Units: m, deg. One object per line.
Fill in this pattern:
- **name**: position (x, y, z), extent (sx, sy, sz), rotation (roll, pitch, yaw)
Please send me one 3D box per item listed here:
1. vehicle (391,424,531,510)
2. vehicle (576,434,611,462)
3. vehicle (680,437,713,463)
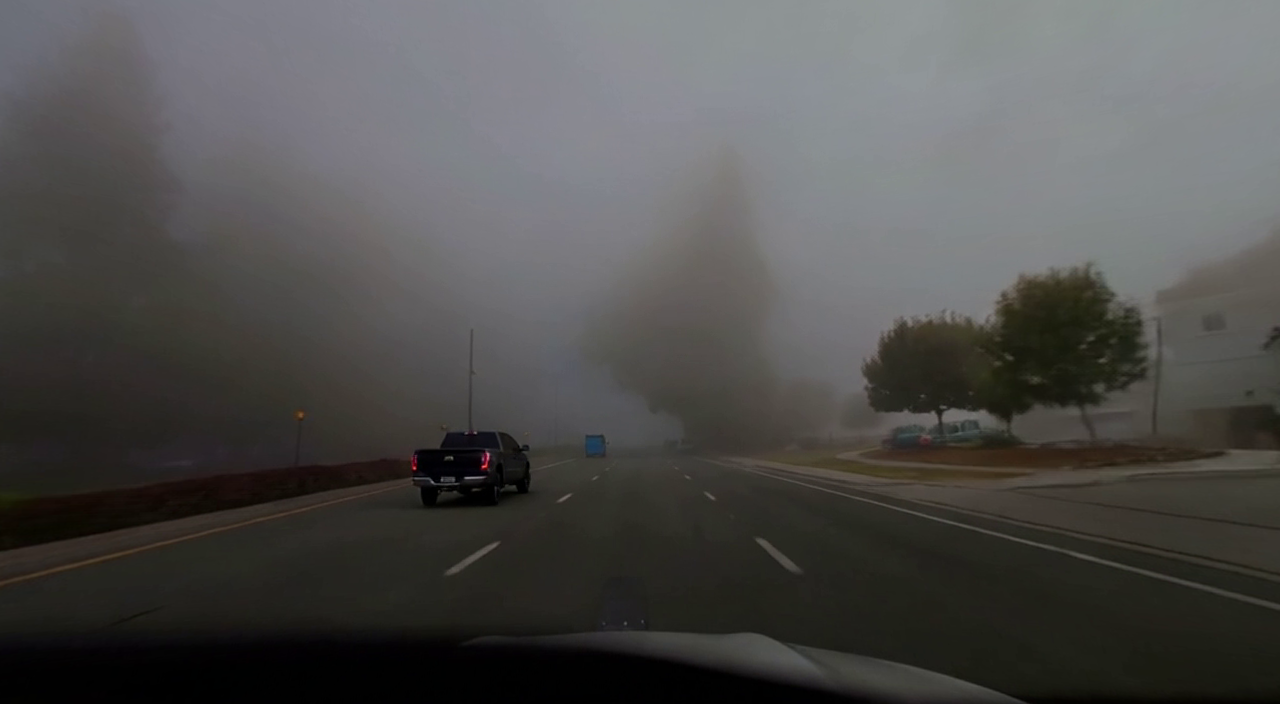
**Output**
- **vehicle**: position (-4.094, 2.708, 15.360), extent (2.002, 1.747, 4.728), rotation (0, -8, 0)
- **vehicle**: position (-3.422, 7.201, 47.178), extent (2.230, 1.987, 4.385), rotation (0, -8, 2)
- **vehicle**: position (4.051, 7.145, 46.000), extent (2.016, 1.736, 4.356), rotation (0, -8, 0)
